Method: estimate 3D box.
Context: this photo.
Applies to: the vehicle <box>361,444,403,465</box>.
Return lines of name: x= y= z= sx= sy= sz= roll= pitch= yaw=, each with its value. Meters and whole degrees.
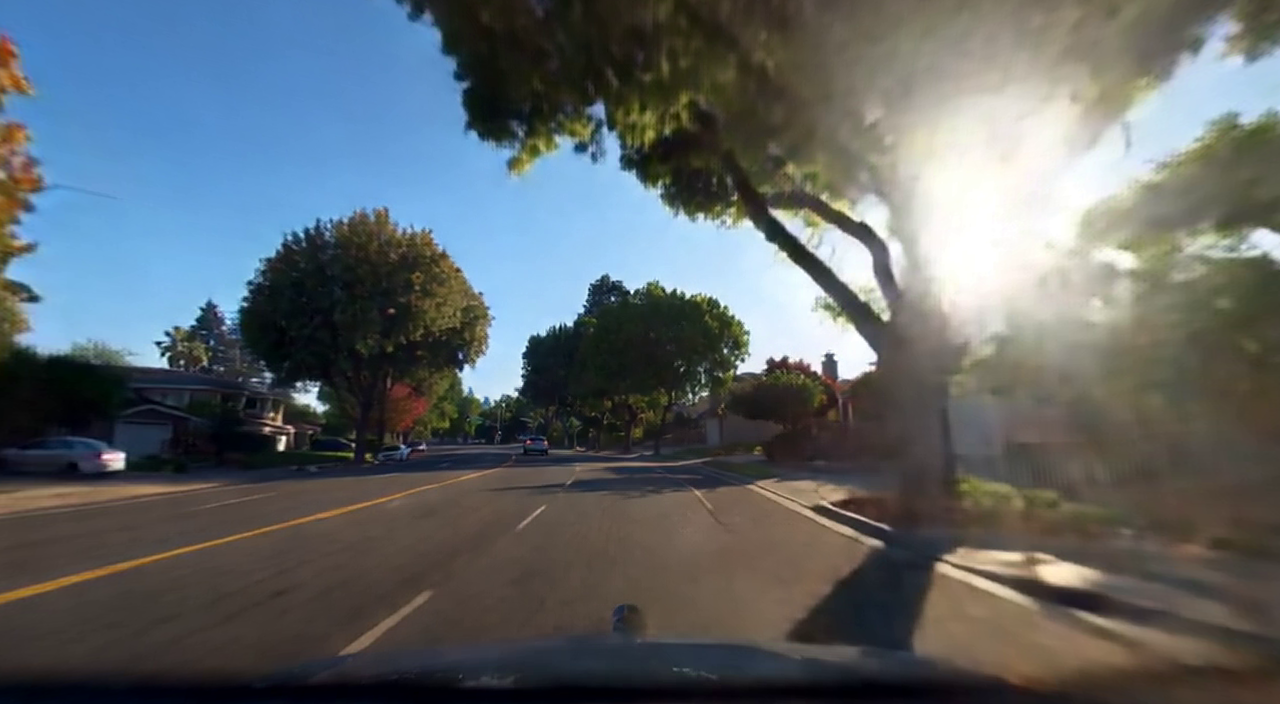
vehicle: x=-18.457 y=7.303 z=45.348 sx=1.911 sy=1.436 sz=4.554 roll=2 pitch=-8 yaw=-11

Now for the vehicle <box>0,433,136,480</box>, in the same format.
vehicle: x=-21.753 y=3.913 z=23.744 sx=3.832 sy=1.683 sz=1.877 roll=1 pitch=-8 yaw=-7
